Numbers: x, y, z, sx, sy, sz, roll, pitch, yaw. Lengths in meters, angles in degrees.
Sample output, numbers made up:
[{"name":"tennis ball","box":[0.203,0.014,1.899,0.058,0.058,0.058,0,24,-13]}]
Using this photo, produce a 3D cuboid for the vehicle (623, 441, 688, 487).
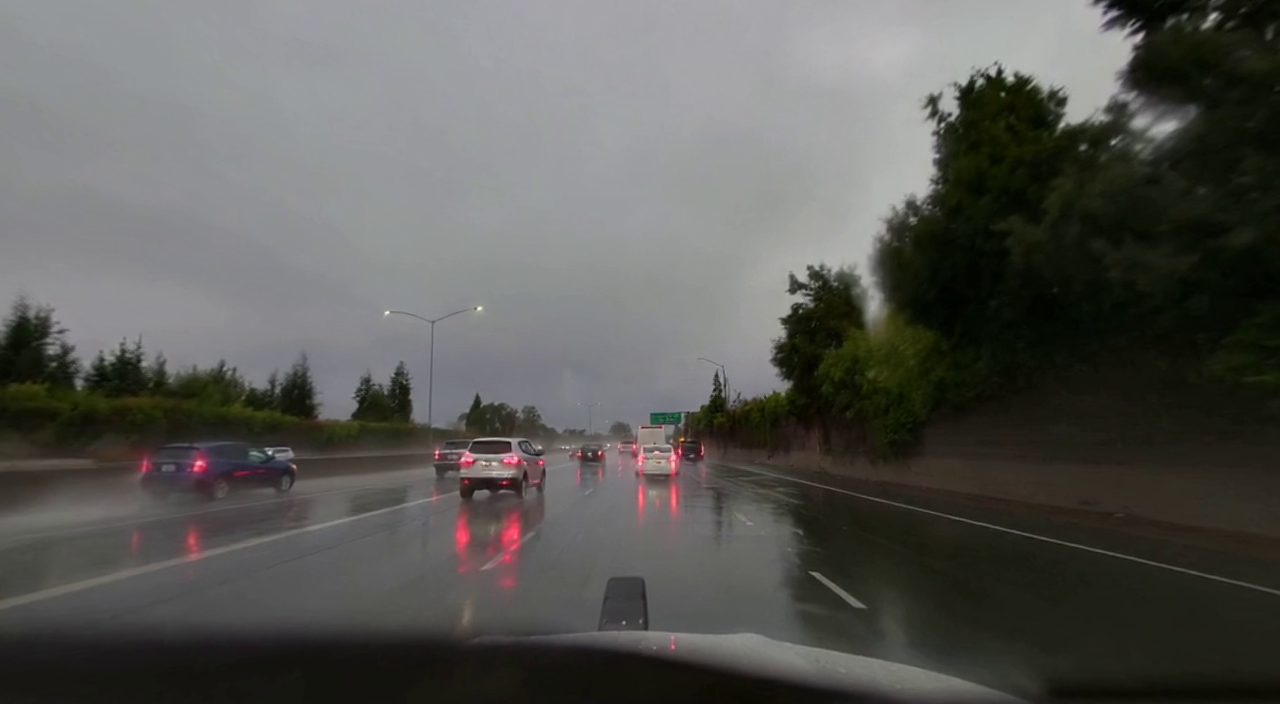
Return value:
[{"name":"vehicle","box":[0.499,3.819,21.912,2.054,1.421,4.090,0,-8,1]}]

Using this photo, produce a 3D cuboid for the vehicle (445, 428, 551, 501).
[{"name":"vehicle","box":[-3.704,3.006,17.274,1.903,1.721,4.210,0,-8,1]}]

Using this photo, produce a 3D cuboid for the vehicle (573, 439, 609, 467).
[{"name":"vehicle","box":[-3.036,6.355,39.949,1.897,1.646,4.049,0,-8,1]}]

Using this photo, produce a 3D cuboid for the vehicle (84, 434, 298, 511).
[{"name":"vehicle","box":[-10.587,2.844,15.383,1.941,1.602,4.277,0,-8,2]}]

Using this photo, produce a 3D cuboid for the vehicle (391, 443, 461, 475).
[{"name":"vehicle","box":[-10.683,5.341,31.881,1.902,1.478,4.505,0,-8,1]}]
